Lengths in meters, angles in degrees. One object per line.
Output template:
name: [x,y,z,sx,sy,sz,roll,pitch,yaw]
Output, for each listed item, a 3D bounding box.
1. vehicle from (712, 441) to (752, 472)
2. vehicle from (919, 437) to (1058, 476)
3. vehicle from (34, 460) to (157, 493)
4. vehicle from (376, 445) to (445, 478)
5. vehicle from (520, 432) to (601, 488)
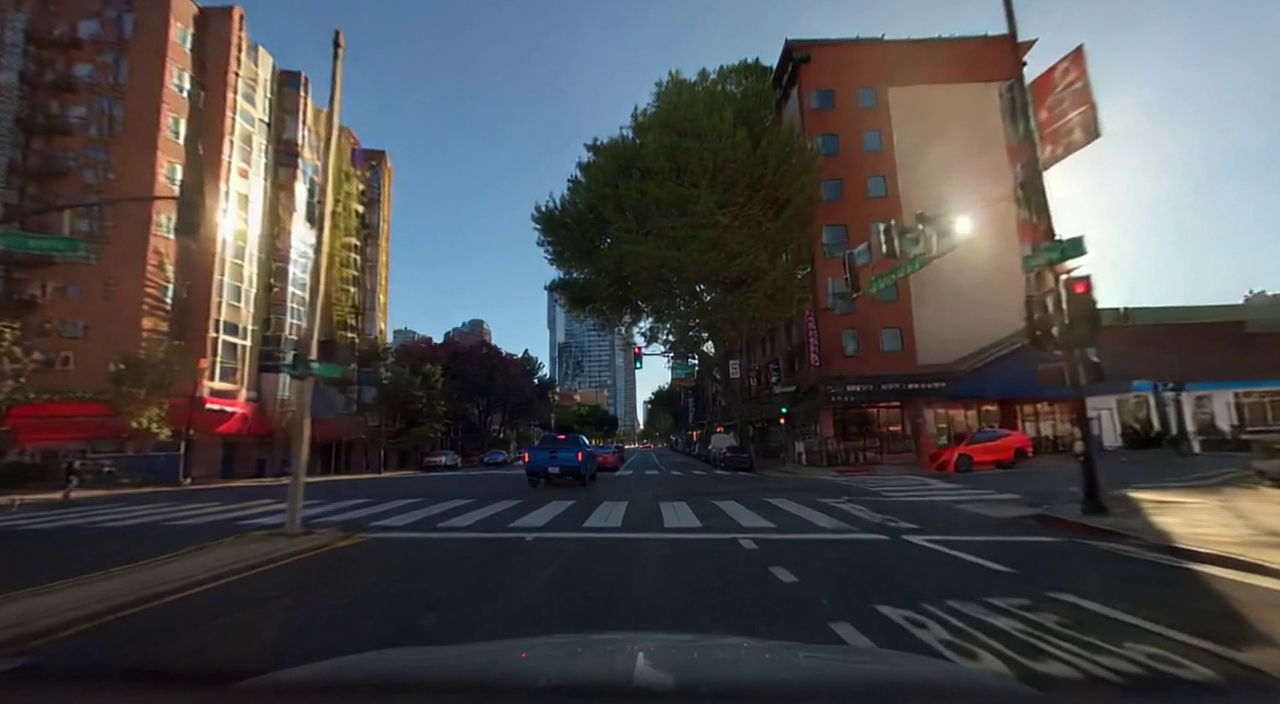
vehicle: [5.966,6.839,41.442,2.001,1.861,4.536,0,-9,1]
vehicle: [13.980,4.198,25.497,4.447,1.484,1.928,-1,-9,2]
vehicle: [-24.469,5.598,28.424,3.897,1.388,1.671,0,-9,-1]
vehicle: [-16.110,7.674,44.659,2.339,1.962,6.260,-3,-8,2]
vehicle: [-2.728,3.900,23.045,2.197,1.786,5.365,0,-9,1]
